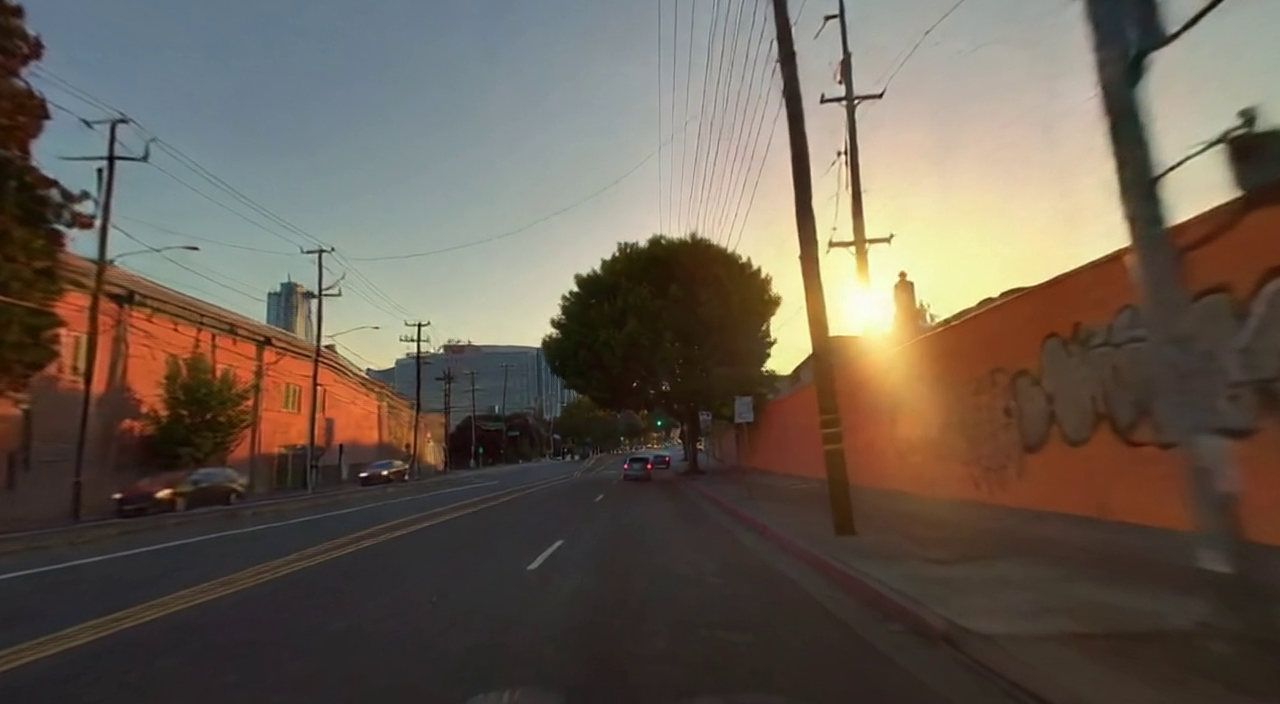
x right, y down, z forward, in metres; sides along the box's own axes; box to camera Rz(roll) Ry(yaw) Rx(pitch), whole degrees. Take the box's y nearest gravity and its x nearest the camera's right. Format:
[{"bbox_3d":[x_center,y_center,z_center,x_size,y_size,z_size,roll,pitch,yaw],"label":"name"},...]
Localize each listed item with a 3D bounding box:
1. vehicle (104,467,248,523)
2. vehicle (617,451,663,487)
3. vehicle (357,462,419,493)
[{"bbox_3d":[-15.759,4.843,21.774,1.841,1.658,3.953,0,-10,1],"label":"vehicle"},{"bbox_3d":[0.019,5.740,31.175,2.105,1.611,3.750,0,-10,1],"label":"vehicle"},{"bbox_3d":[-15.678,7.773,39.519,1.952,1.698,4.493,-3,-10,1],"label":"vehicle"}]
